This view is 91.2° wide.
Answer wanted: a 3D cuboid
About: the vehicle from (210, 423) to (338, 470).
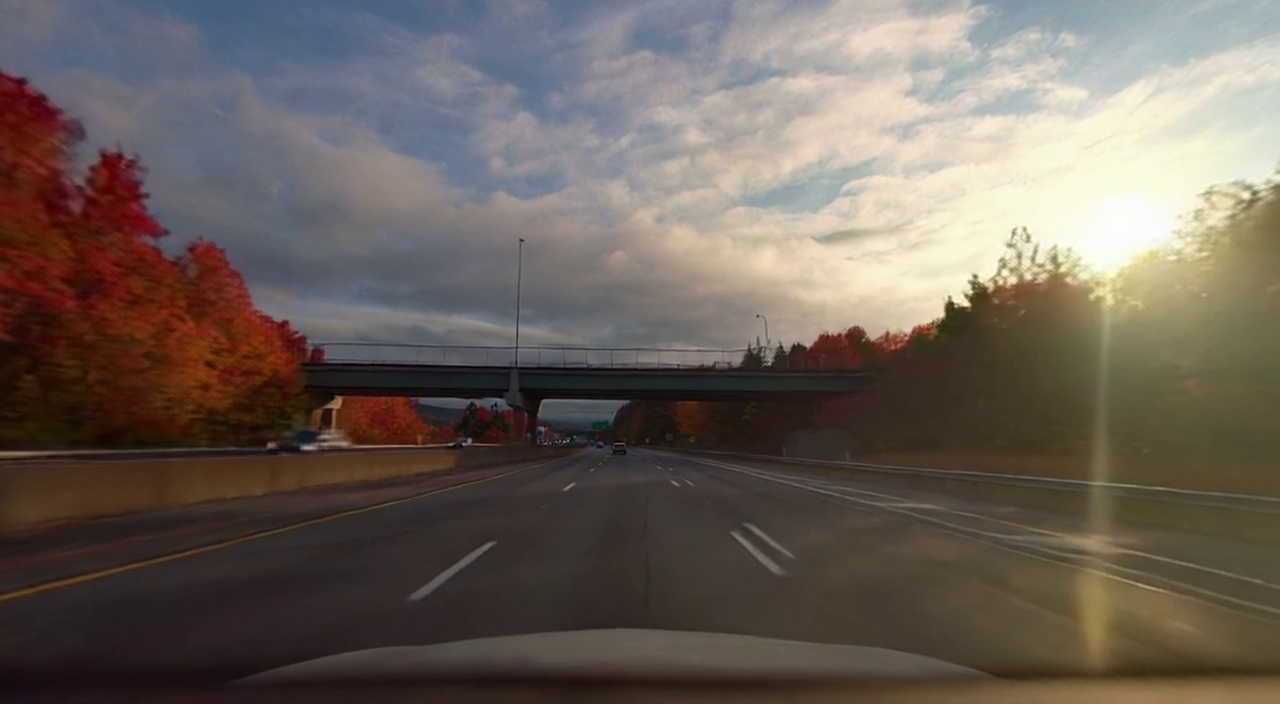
[{"bbox_3d":[-12.505,3.278,21.781,2.000,1.466,4.124,0,-9,-1],"label":"vehicle"}]
